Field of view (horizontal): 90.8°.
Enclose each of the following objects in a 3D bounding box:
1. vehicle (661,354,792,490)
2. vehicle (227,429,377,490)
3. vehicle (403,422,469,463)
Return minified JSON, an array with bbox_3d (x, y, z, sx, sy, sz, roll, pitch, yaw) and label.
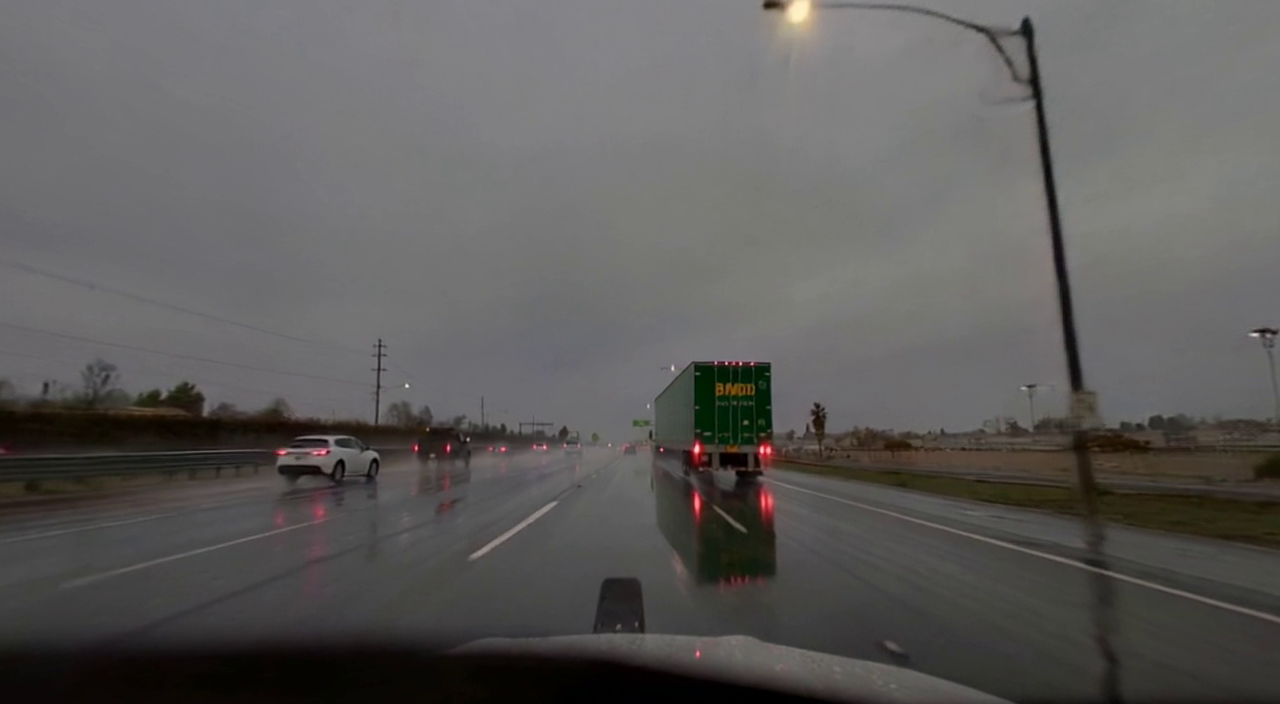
[{"bbox_3d":[2.764,3.107,25.990,2.891,3.944,15.051,0,-8,-2],"label":"vehicle"},{"bbox_3d":[-10.458,3.358,20.082,2.045,1.697,4.844,0,-8,0],"label":"vehicle"},{"bbox_3d":[-13.690,6.145,42.870,2.307,2.571,6.260,0,-8,1],"label":"vehicle"}]
